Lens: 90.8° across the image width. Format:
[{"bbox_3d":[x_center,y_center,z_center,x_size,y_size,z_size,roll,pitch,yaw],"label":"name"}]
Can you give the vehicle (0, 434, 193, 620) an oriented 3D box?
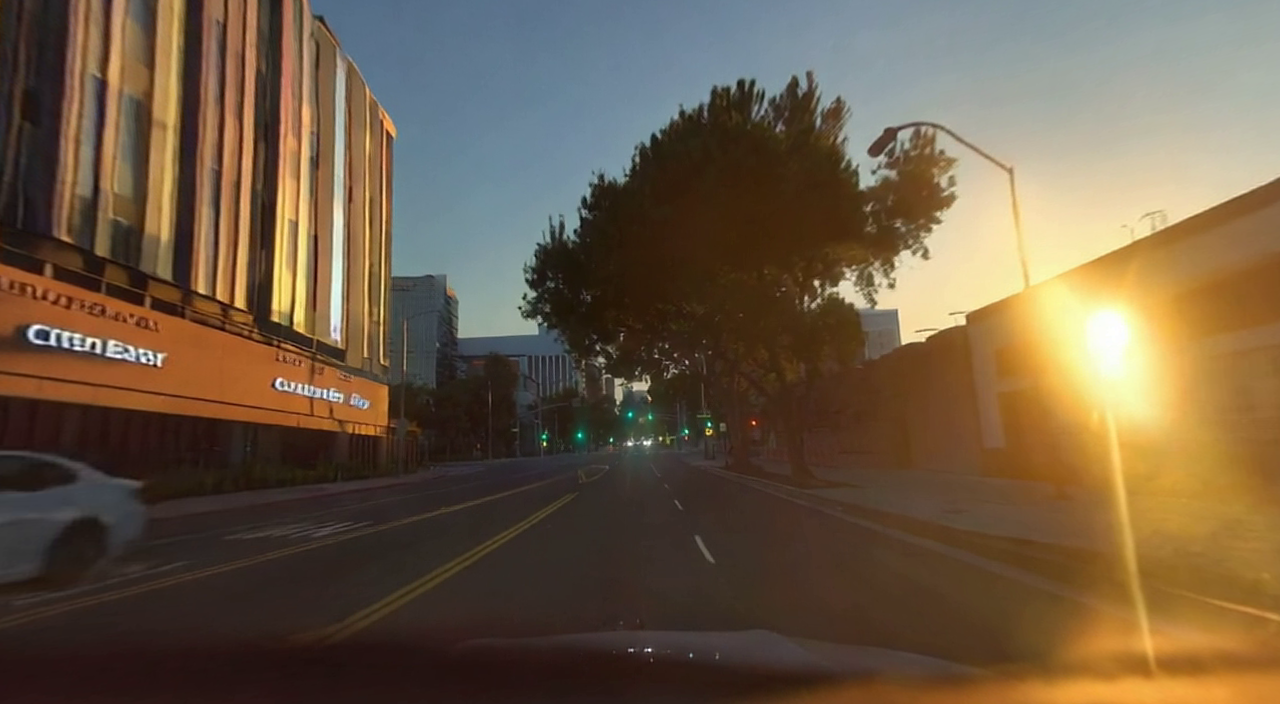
[{"bbox_3d":[-6.472,1.455,5.128,2.037,1.563,4.754,-1,-8,3],"label":"vehicle"}]
